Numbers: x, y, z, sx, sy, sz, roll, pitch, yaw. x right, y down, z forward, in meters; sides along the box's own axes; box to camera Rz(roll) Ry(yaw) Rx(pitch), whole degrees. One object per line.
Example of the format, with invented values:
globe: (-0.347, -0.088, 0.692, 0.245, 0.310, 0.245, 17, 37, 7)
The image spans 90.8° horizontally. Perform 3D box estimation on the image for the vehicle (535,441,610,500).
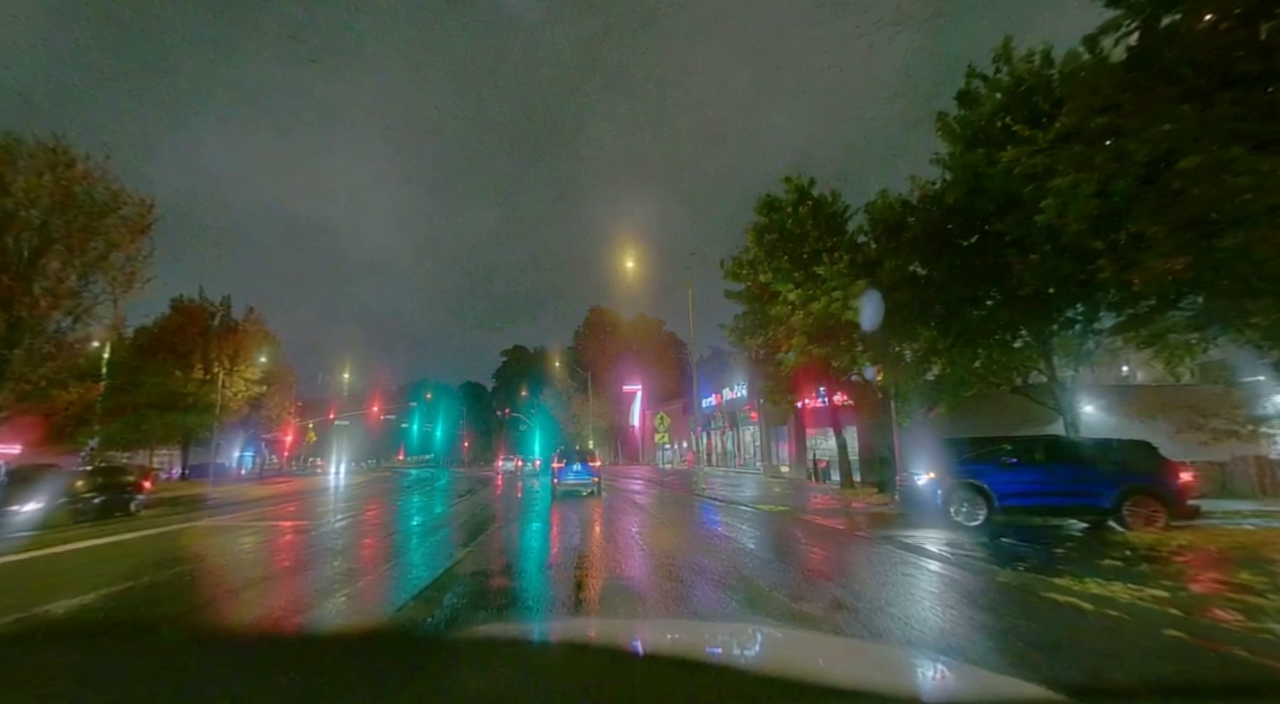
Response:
vehicle: (-2.355, 3.871, 21.089, 2.227, 1.733, 3.930, 1, -9, -10)

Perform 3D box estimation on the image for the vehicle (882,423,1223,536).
vehicle: (7.681, 2.367, 12.356, 5.076, 1.761, 2.077, -6, -10, 33)

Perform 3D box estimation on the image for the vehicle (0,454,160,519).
vehicle: (-18.649, 4.292, 20.748, 2.421, 1.819, 4.804, 1, -9, -8)
